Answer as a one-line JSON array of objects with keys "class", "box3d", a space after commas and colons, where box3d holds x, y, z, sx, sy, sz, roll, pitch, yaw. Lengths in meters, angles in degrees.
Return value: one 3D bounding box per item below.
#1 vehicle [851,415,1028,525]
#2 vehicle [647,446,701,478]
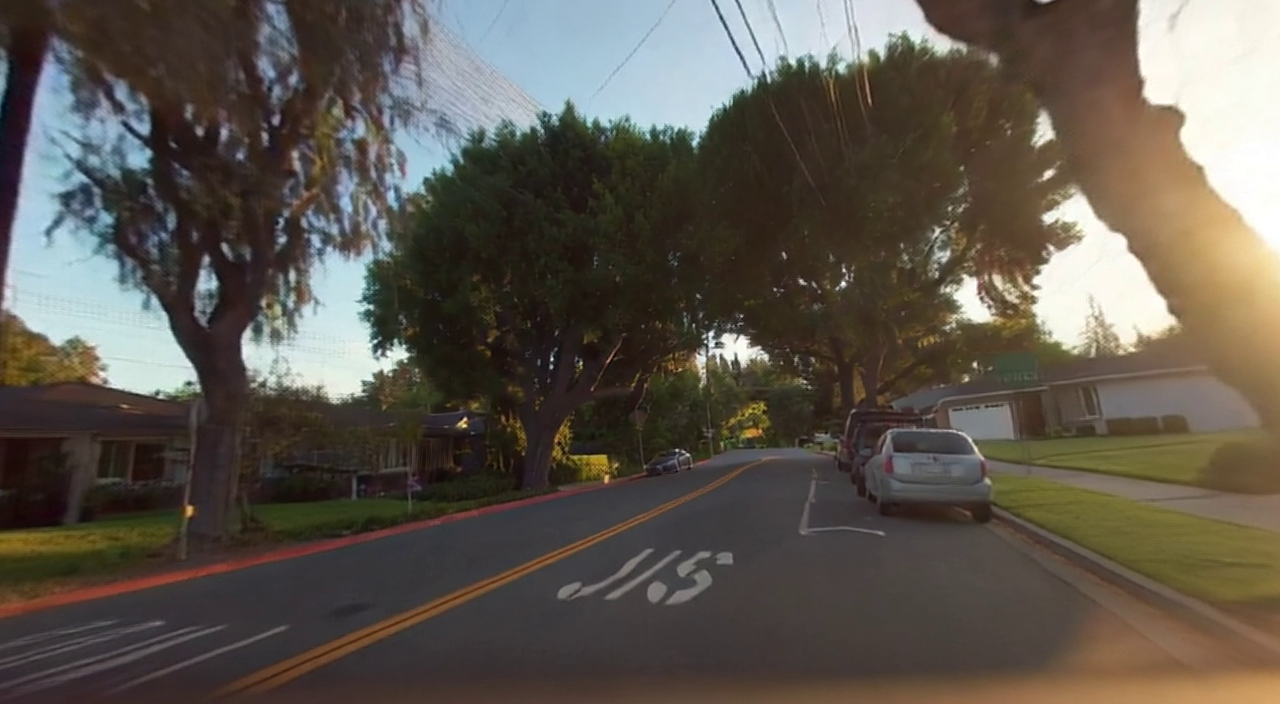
[{"class": "vehicle", "box3d": [5.370, 2.122, 11.969, 2.242, 1.661, 4.273, -3, -8, 15]}, {"class": "vehicle", "box3d": [2.031, 6.231, 35.754, 2.033, 1.456, 4.370, -8, -9, 14]}]
